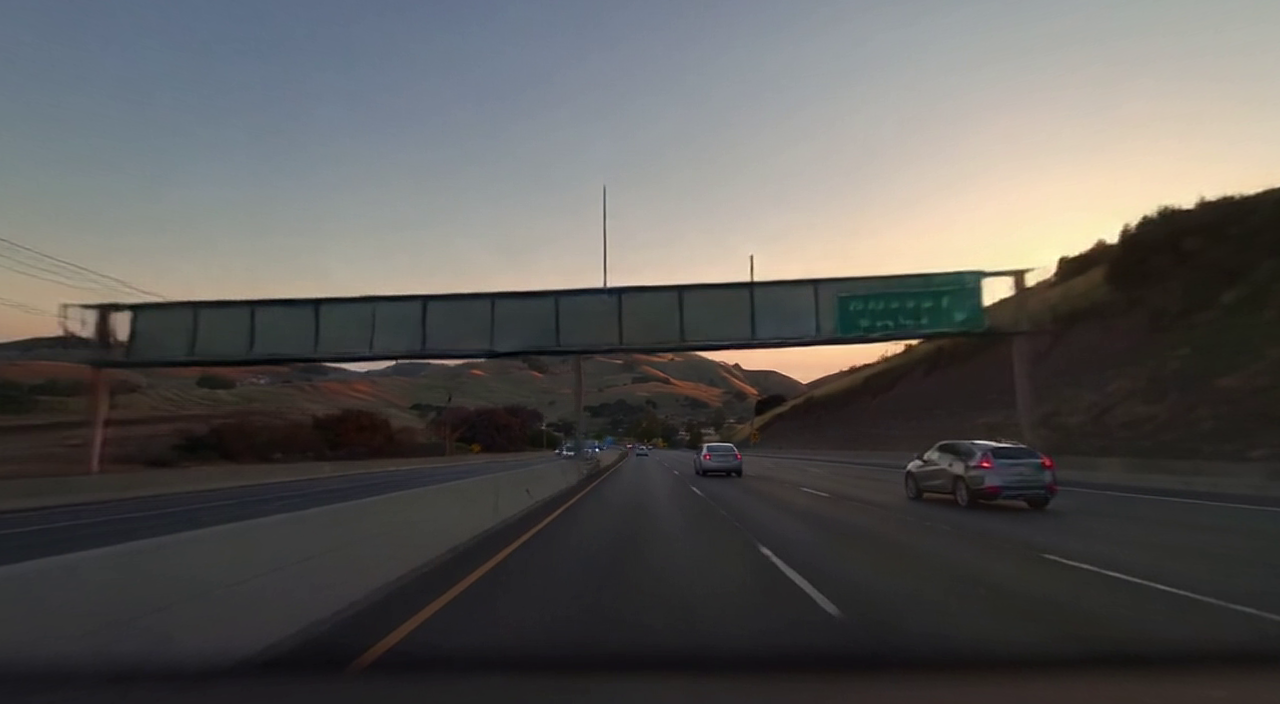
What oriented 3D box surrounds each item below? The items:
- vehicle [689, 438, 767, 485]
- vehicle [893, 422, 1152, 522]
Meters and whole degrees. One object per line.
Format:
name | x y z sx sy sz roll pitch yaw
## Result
vehicle | 2.921 3.745 21.921 2.044 1.444 4.216 0 -8 -1
vehicle | 6.900 2.203 12.215 1.988 1.530 4.777 0 -8 0
